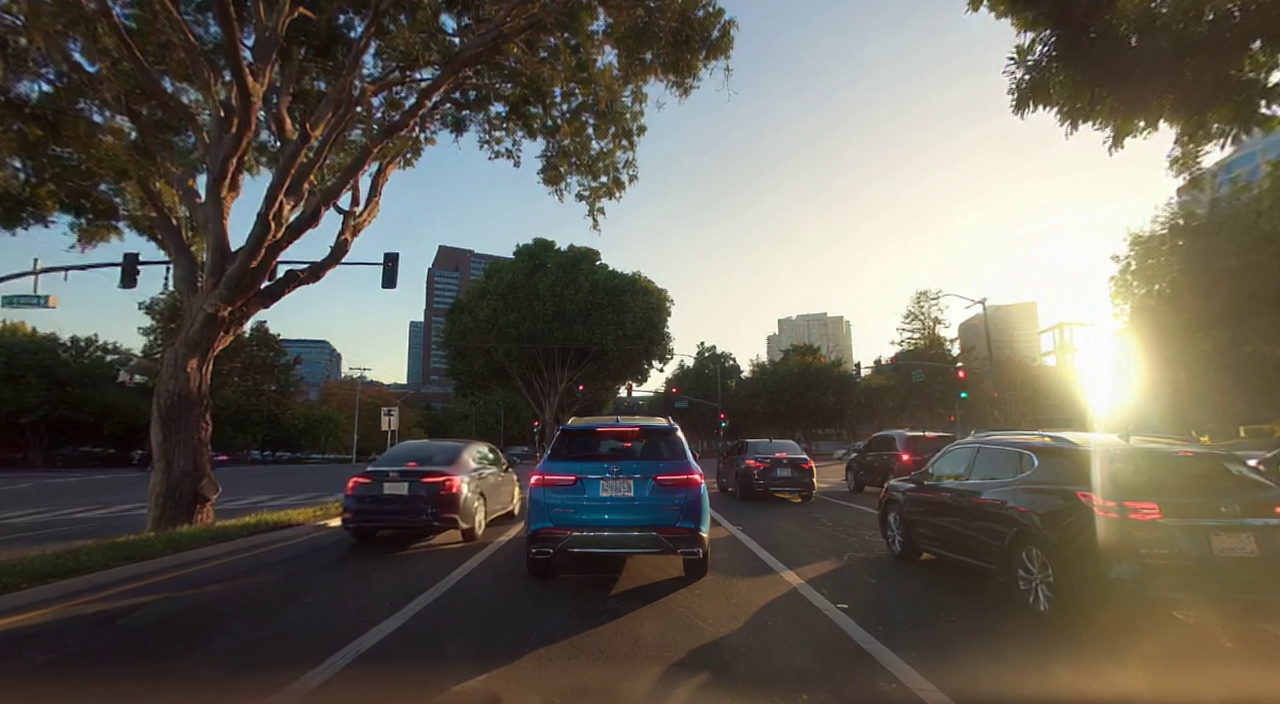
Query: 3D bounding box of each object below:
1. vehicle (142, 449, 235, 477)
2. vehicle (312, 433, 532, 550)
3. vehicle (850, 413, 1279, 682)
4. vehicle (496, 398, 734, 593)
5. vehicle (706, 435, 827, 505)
[{"bbox_3d":[-30.128,7.404,42.270,4.446,1.821,2.276,0,-8,1],"label":"vehicle"},{"bbox_3d":[-3.186,2.127,10.368,2.077,1.493,4.281,0,-9,0],"label":"vehicle"},{"bbox_3d":[3.607,1.394,5.688,1.861,1.478,4.185,0,-8,-2],"label":"vehicle"},{"bbox_3d":[-0.277,1.559,7.627,2.101,1.707,3.904,0,-8,-2],"label":"vehicle"},{"bbox_3d":[2.972,2.857,15.774,1.950,1.506,4.086,0,-8,-3],"label":"vehicle"}]
